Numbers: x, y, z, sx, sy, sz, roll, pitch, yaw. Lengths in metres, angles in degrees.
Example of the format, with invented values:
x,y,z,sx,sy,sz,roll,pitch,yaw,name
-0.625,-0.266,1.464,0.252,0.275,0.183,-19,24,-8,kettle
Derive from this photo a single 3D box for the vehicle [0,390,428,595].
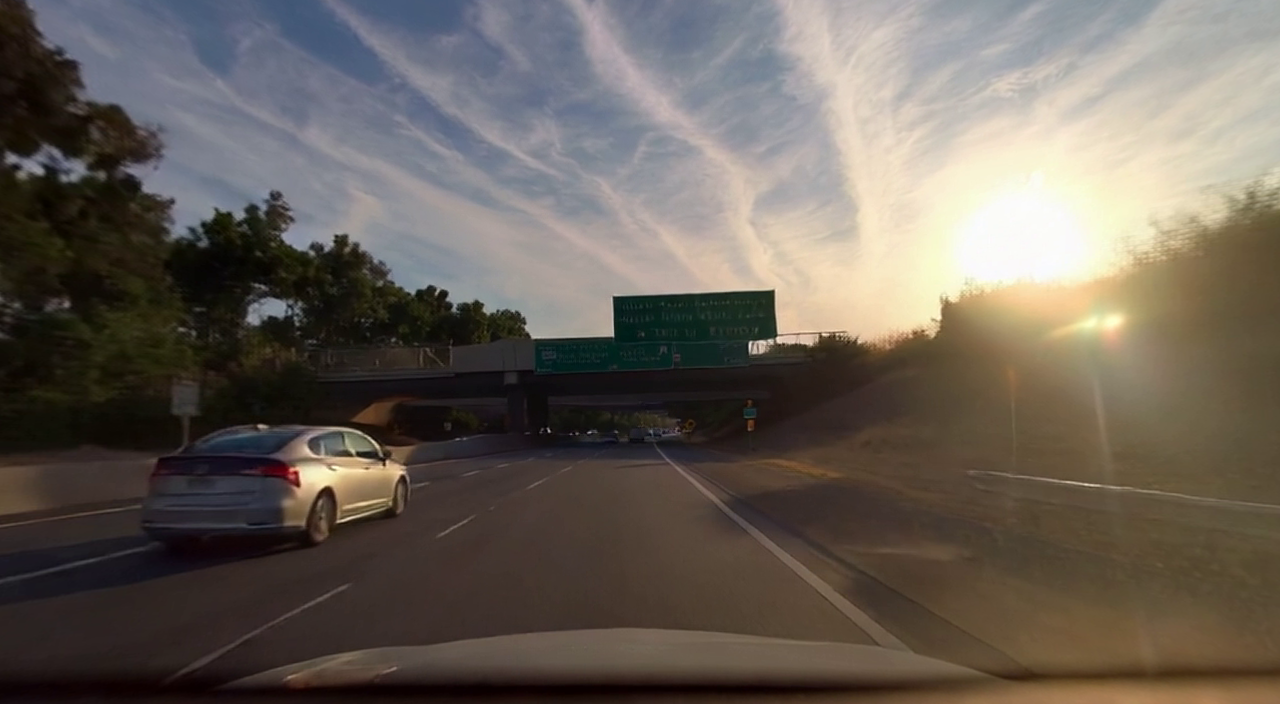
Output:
x,y,z,sx,sy,sz,roll,pitch,yaw,name
-4.273,1.414,7.328,2.052,1.626,4.514,0,-8,0,vehicle
